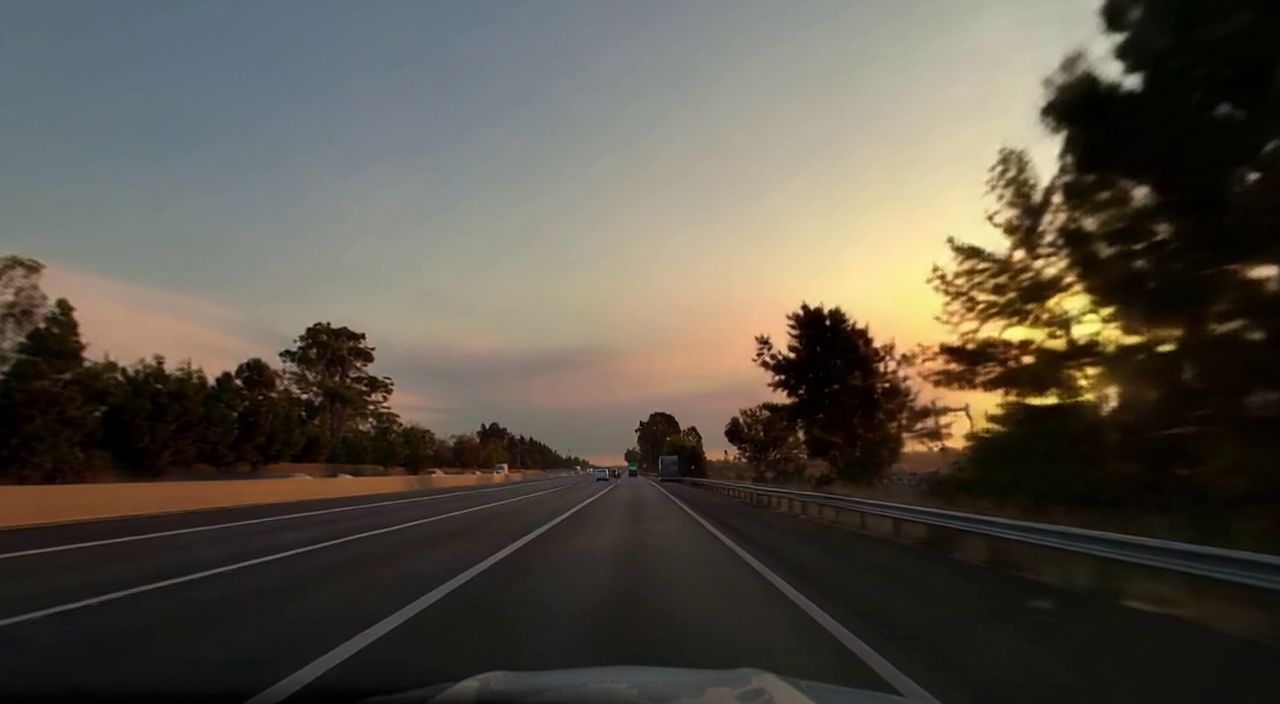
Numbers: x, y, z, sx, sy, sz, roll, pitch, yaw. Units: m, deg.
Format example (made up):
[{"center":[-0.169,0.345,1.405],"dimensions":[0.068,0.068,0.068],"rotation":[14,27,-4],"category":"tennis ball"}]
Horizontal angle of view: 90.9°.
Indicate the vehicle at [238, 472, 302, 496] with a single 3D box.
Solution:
[{"center":[-22.530,8.032,38.491],"dimensions":[1.612,1.398,3.712],"rotation":[1,-11,-1],"category":"vehicle"}]
